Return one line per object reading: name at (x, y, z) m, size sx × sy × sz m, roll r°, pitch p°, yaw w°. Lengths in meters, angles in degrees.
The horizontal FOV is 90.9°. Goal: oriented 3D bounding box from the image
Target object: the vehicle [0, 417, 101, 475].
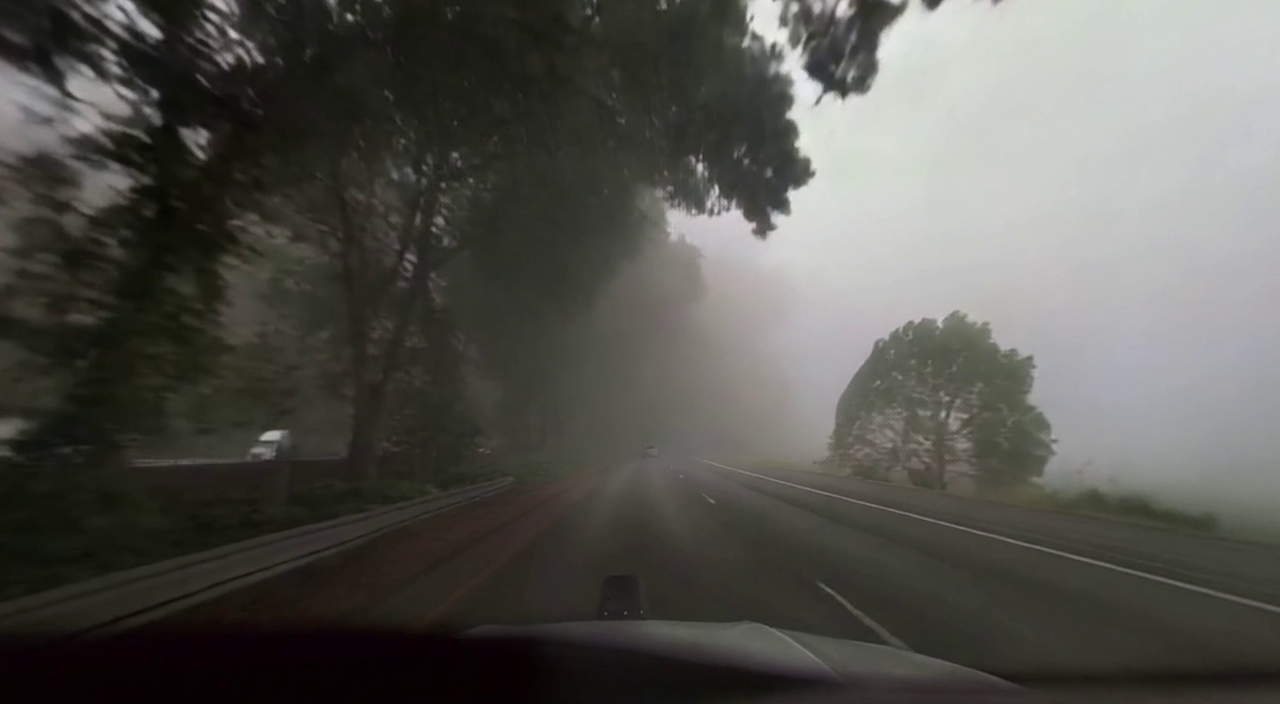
vehicle at (-44.558, 6.905, 45.586) m, size 2.822 × 3.748 × 12.930 m, roll 2°, pitch -9°, yaw -14°
